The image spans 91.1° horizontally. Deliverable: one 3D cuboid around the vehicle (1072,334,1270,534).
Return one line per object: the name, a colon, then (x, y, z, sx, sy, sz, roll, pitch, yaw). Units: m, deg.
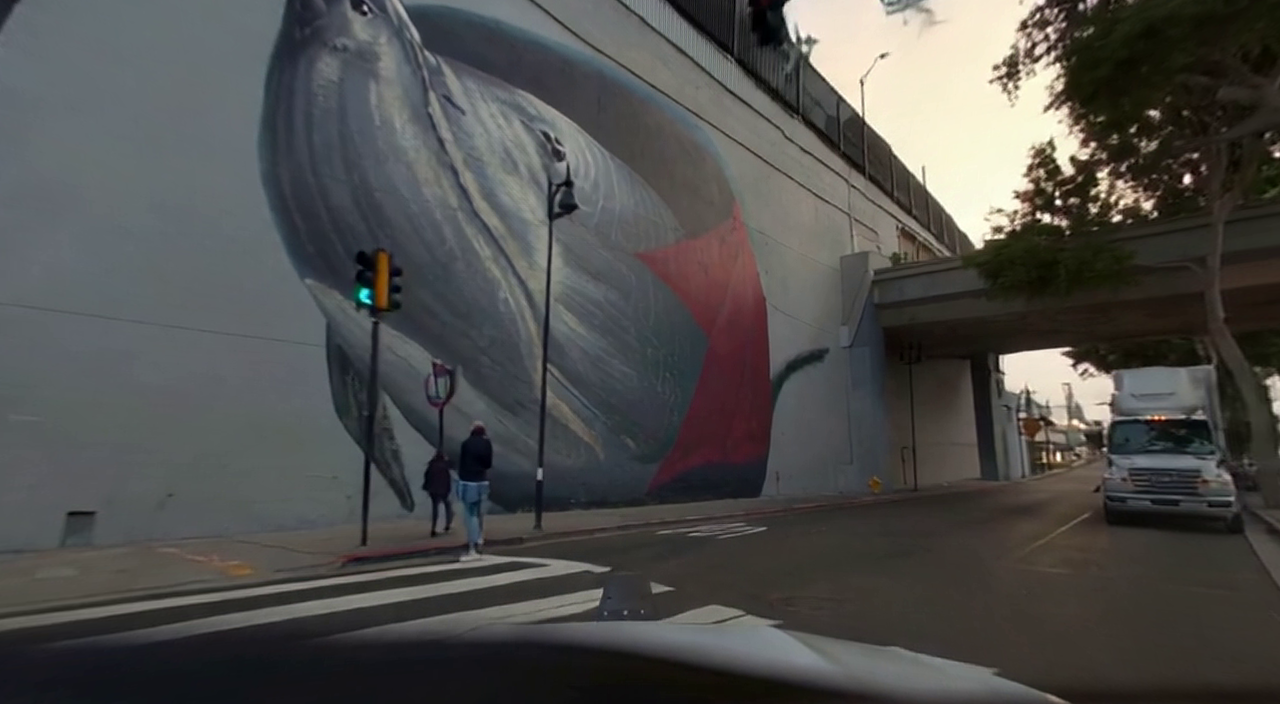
vehicle: (14.059, 2.233, 16.755, 2.849, 3.893, 9.347, -7, -11, 40)
